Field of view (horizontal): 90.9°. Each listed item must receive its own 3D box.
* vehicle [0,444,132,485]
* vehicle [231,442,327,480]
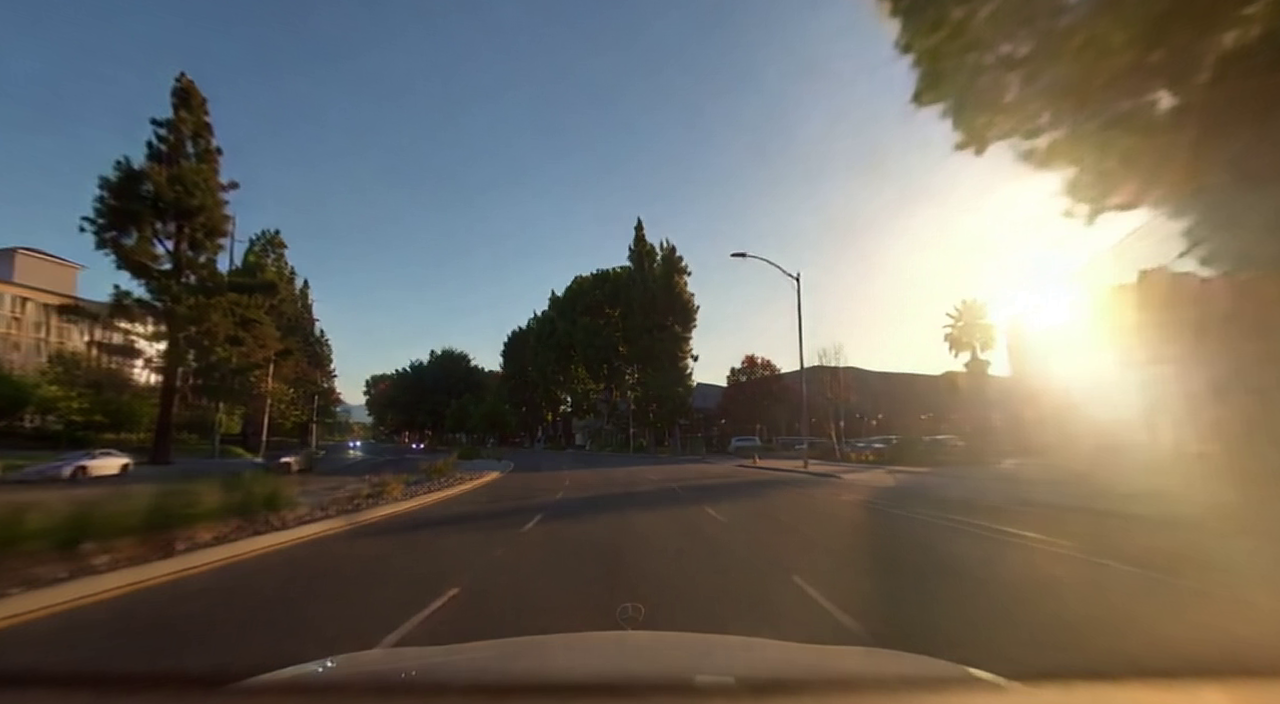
[{"bbox_3d":[-22.686,4.388,24.972,1.844,1.452,4.362,1,-8,-7],"label":"vehicle"},{"bbox_3d":[-15.590,4.681,27.512,1.987,1.489,4.389,1,-8,-7],"label":"vehicle"}]
